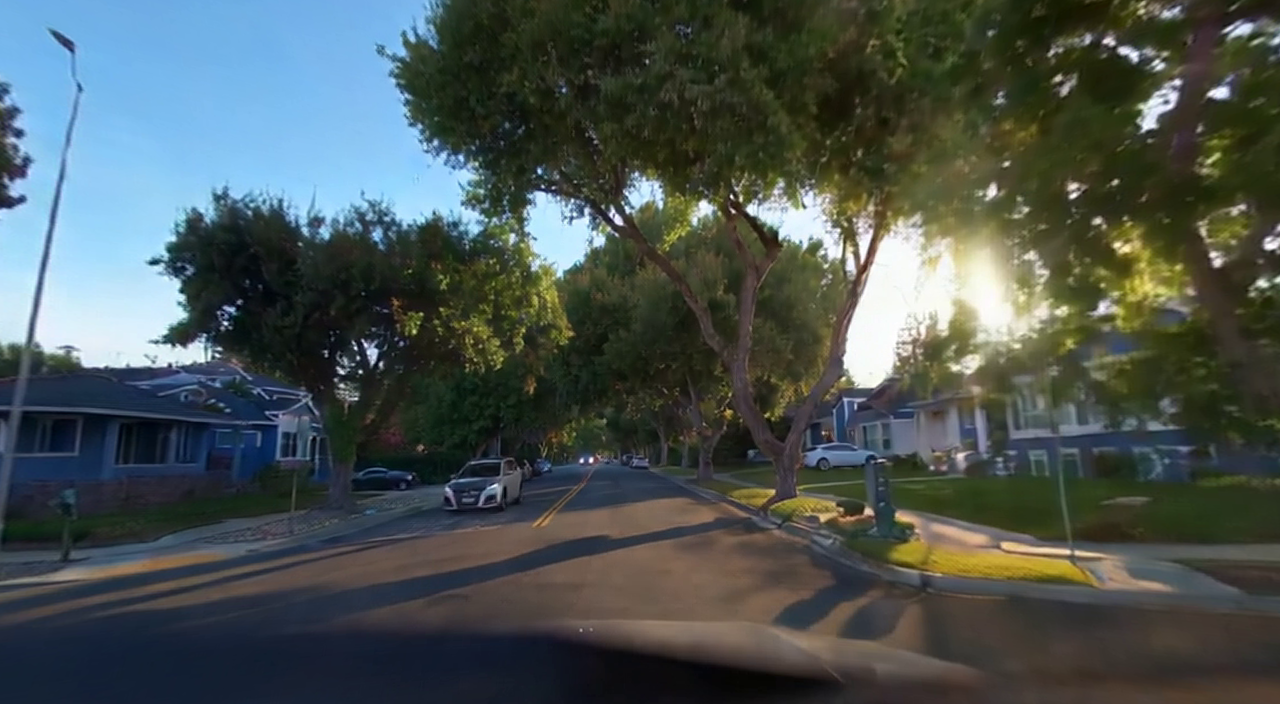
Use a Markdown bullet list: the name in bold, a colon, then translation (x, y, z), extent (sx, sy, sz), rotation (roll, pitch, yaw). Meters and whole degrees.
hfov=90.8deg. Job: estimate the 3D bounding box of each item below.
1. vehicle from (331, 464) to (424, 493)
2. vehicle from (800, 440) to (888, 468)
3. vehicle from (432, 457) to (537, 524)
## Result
- **vehicle**: translation (-14.886, 7.164, 35.923), extent (4.487, 1.464, 1.889), rotation (-1, -9, 9)
- **vehicle**: translation (11.509, 5.780, 35.927), extent (4.389, 1.480, 2.038), rotation (-2, -6, 8)
- **vehicle**: translation (-4.426, 3.986, 18.728), extent (1.973, 1.683, 4.400), rotation (0, -9, 0)
